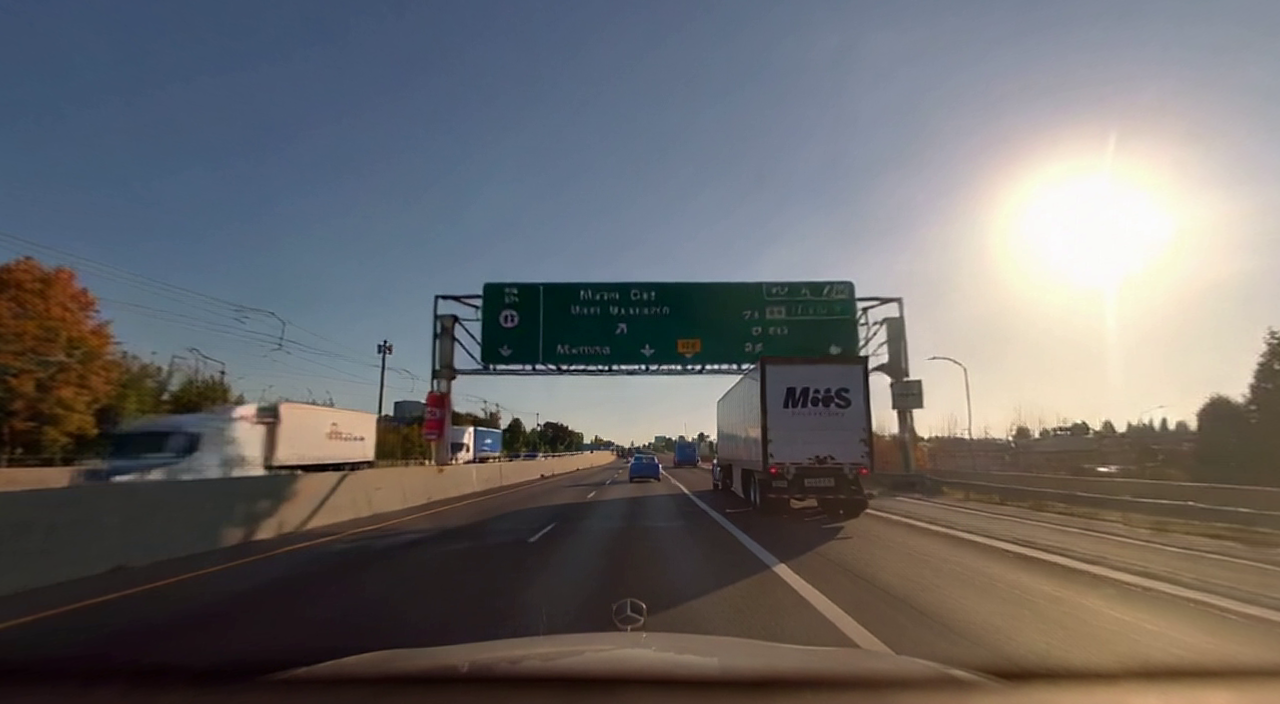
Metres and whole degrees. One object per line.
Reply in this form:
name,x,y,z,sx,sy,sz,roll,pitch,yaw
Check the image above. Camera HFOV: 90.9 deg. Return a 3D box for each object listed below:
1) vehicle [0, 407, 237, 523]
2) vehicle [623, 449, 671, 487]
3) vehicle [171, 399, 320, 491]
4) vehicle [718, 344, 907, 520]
vehicle,-13.728,2.896,16.594,2.348,2.494,5.681,0,-9,1
vehicle,0.358,5.492,30.137,2.121,1.642,3.828,0,-9,1
vehicle,-18.210,4.387,29.668,2.986,3.895,5.845,0,-9,0
vehicle,4.873,2.939,21.863,3.002,4.104,14.174,0,-9,2
